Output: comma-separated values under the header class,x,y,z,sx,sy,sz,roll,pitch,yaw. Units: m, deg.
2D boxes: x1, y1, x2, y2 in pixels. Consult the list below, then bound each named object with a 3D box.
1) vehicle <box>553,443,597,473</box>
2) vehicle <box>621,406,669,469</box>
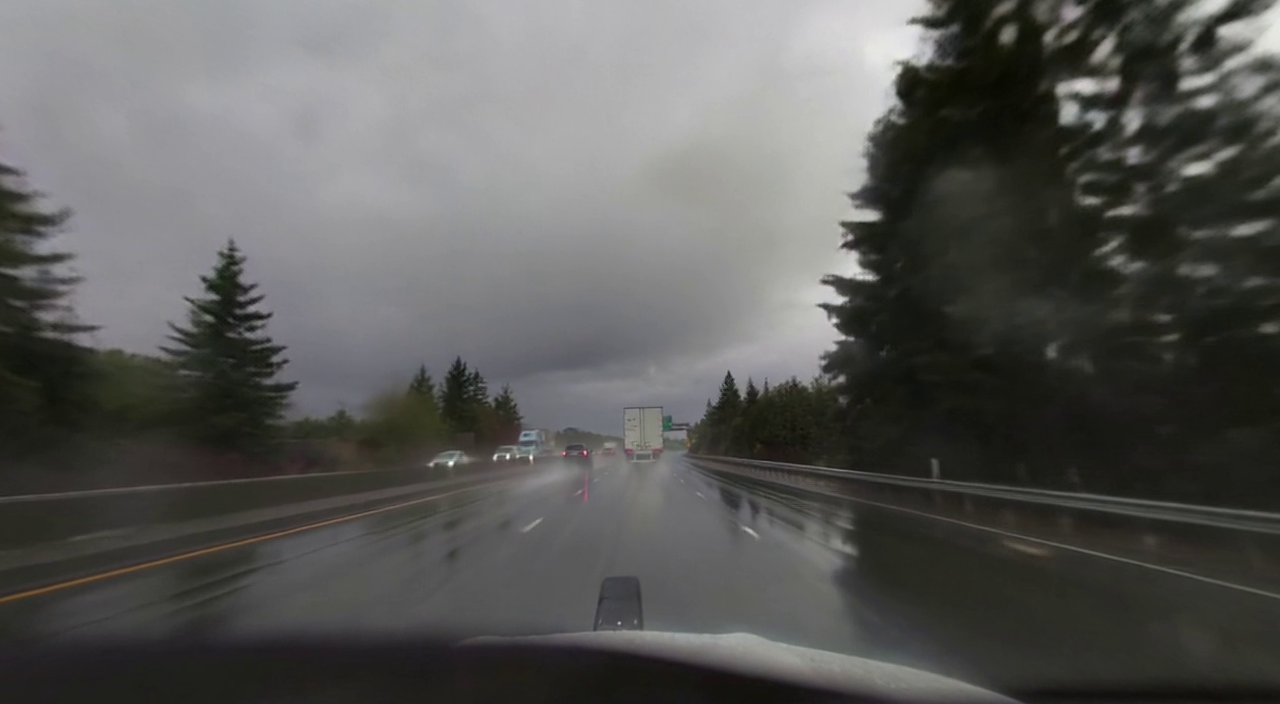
class,x,y,z,sx,sy,sz,roll,pitch,yaw
vehicle,-3.684,6.128,36.354,2.112,1.645,4.129,0,-9,0
vehicle,0.278,6.402,46.134,3.100,4.091,10.664,0,-9,0
